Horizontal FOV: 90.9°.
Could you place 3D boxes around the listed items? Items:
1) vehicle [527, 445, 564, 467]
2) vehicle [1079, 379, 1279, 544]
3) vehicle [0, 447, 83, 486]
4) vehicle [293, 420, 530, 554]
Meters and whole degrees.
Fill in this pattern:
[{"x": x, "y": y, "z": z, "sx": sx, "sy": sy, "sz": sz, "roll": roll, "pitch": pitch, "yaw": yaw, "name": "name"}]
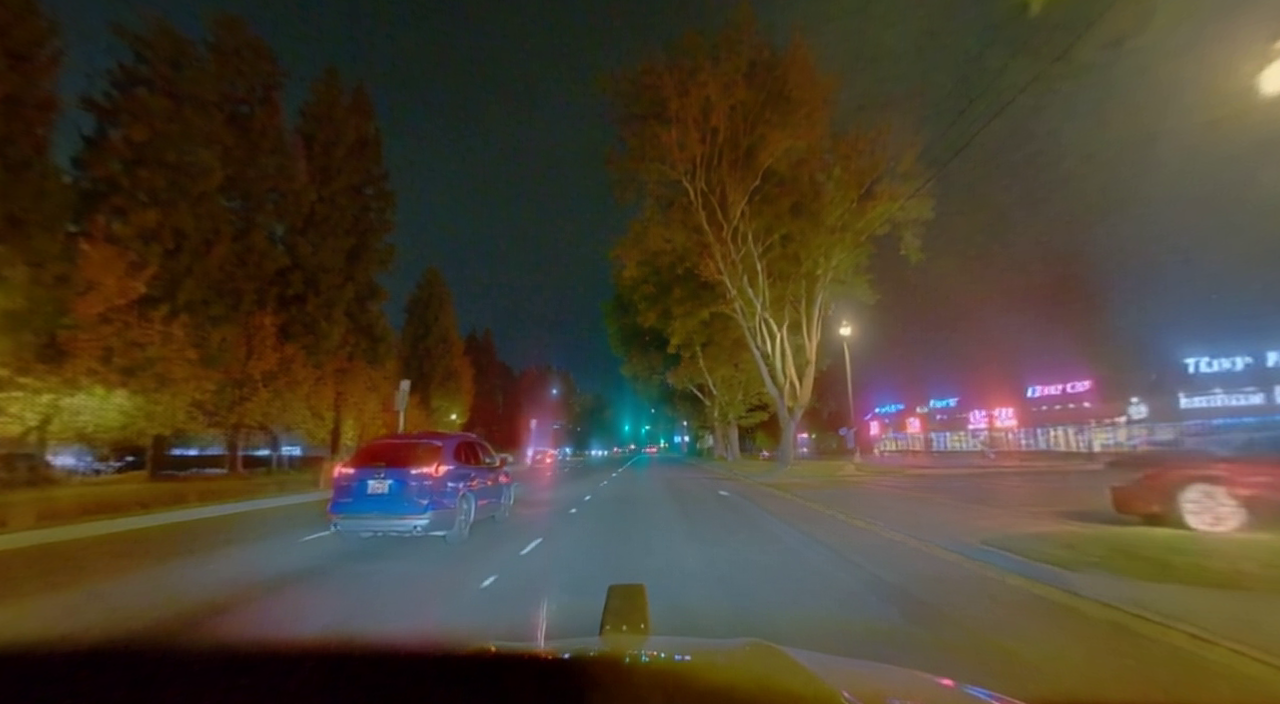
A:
[{"x": -6.886, "y": 7.647, "z": 46.487, "sx": 1.990, "sy": 1.483, "sz": 4.410, "roll": 0, "pitch": -8, "yaw": 1, "name": "vehicle"}, {"x": 8.981, "y": 1.597, "z": 9.604, "sx": 4.985, "sy": 1.918, "sz": 2.248, "roll": 6, "pitch": -11, "yaw": -38, "name": "vehicle"}, {"x": -35.553, "y": 6.490, "z": 35.880, "sx": 5.532, "sy": 2.142, "sz": 2.189, "roll": 0, "pitch": -8, "yaw": 2, "name": "vehicle"}, {"x": -3.227, "y": 1.993, "z": 10.009, "sx": 2.127, "sy": 1.654, "sz": 4.121, "roll": 0, "pitch": -8, "yaw": 1, "name": "vehicle"}]
